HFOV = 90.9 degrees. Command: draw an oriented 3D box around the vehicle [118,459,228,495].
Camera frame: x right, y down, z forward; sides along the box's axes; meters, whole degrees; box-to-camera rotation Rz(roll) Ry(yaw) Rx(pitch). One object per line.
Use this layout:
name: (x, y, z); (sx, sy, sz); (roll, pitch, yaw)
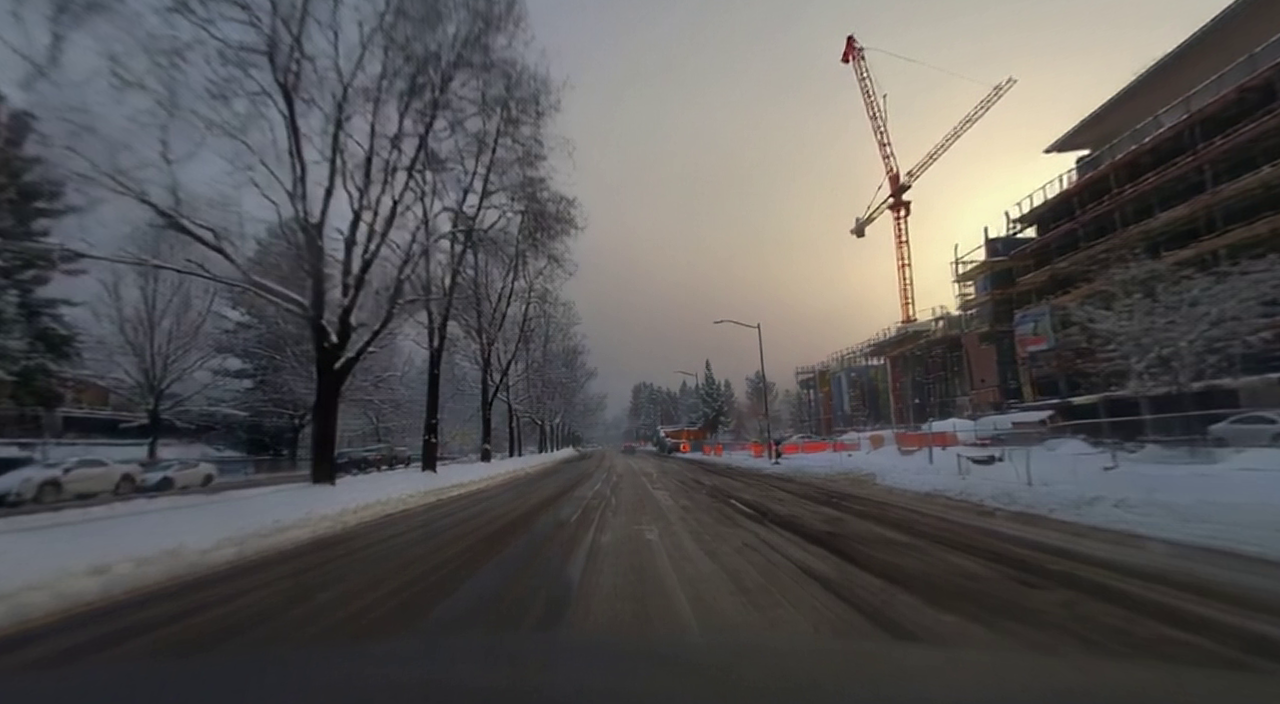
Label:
vehicle: (-22.299, 5.961, 30.375); (1.863, 1.470, 4.526); (0, -8, -1)

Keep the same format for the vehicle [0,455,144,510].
vehicle: (-21.940, 4.866, 24.107); (1.941, 1.743, 5.264); (0, -8, -4)

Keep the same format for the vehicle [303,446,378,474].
vehicle: (-22.352, 8.047, 47.357); (2.328, 1.918, 5.628); (-1, -8, 6)

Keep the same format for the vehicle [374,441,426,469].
vehicle: (-18.638, 8.013, 49.212); (2.286, 2.069, 5.077); (0, -8, -4)
